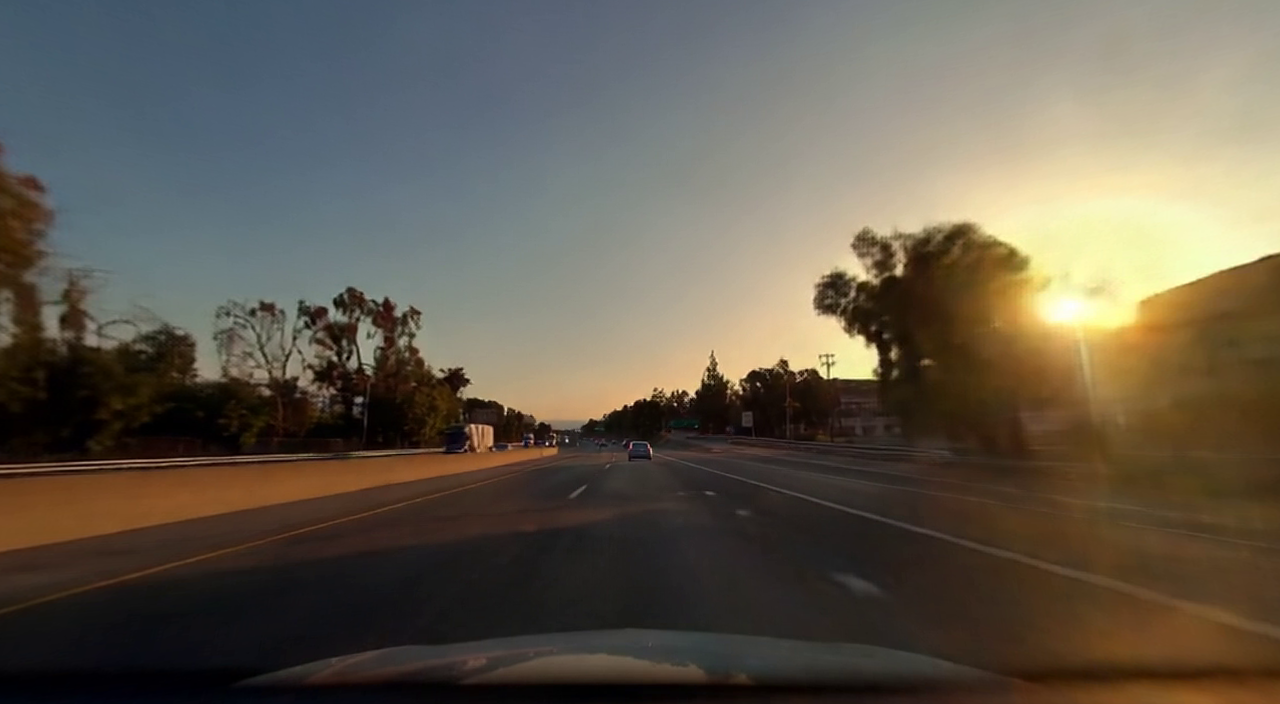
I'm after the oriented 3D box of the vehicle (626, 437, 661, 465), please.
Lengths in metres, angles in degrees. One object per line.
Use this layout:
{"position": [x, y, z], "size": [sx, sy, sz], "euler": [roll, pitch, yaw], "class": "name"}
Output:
{"position": [0.151, 6.293, 39.935], "size": [2.029, 1.666, 4.064], "euler": [0, -8, -2], "class": "vehicle"}
